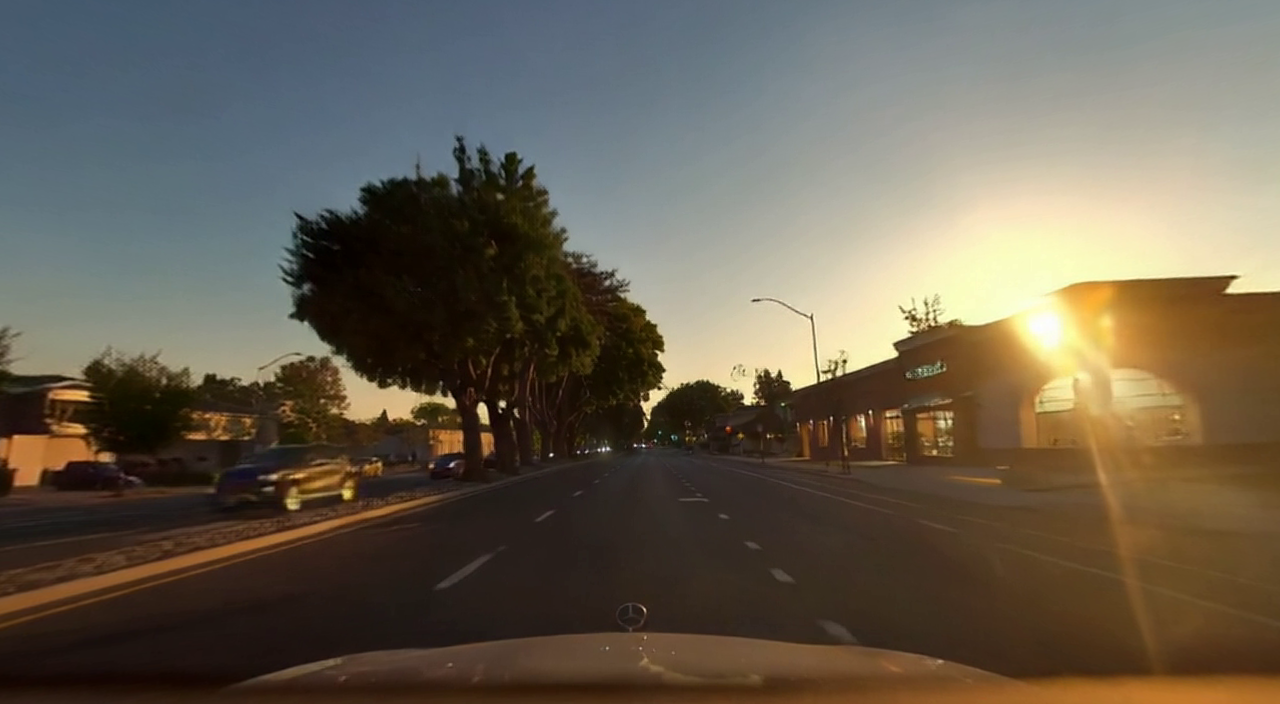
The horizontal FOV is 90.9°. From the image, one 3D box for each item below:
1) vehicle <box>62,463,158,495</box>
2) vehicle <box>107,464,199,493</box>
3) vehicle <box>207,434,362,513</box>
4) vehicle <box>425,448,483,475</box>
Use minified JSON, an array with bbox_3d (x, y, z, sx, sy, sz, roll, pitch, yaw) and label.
[{"bbox_3d":[-30.987,7.410,37.041,1.903,1.517,4.497,-3,-8,-3],"label":"vehicle"},{"bbox_3d":[-28.585,7.413,37.180,1.865,1.391,4.516,0,-8,0],"label":"vehicle"},{"bbox_3d":[-9.445,3.225,17.251,2.012,1.756,4.268,-3,-8,-4],"label":"vehicle"},{"bbox_3d":[-11.408,6.719,39.025,2.070,1.500,4.724,-2,-8,1],"label":"vehicle"}]
